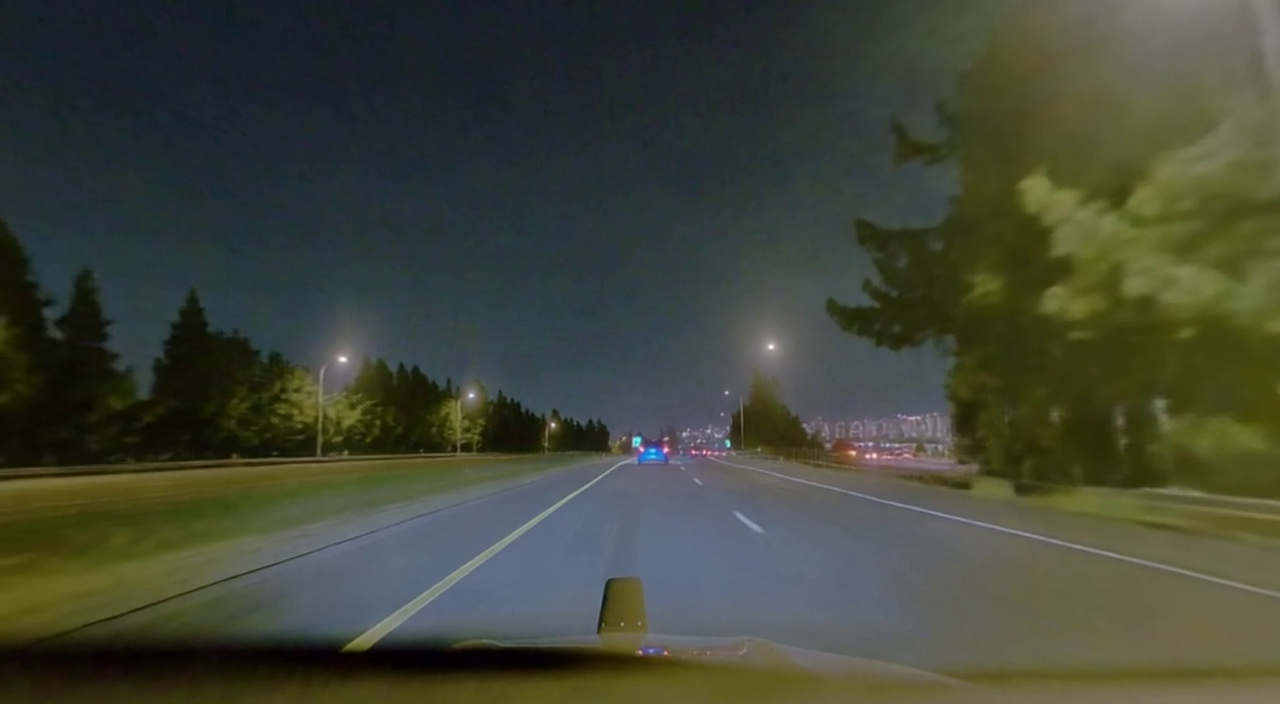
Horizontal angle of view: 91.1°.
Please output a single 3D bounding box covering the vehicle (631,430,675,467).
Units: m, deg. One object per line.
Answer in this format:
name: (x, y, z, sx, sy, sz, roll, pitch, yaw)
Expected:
vehicle: (0.873, 6.074, 39.724, 2.546, 2.126, 5.153, -1, -8, 2)
